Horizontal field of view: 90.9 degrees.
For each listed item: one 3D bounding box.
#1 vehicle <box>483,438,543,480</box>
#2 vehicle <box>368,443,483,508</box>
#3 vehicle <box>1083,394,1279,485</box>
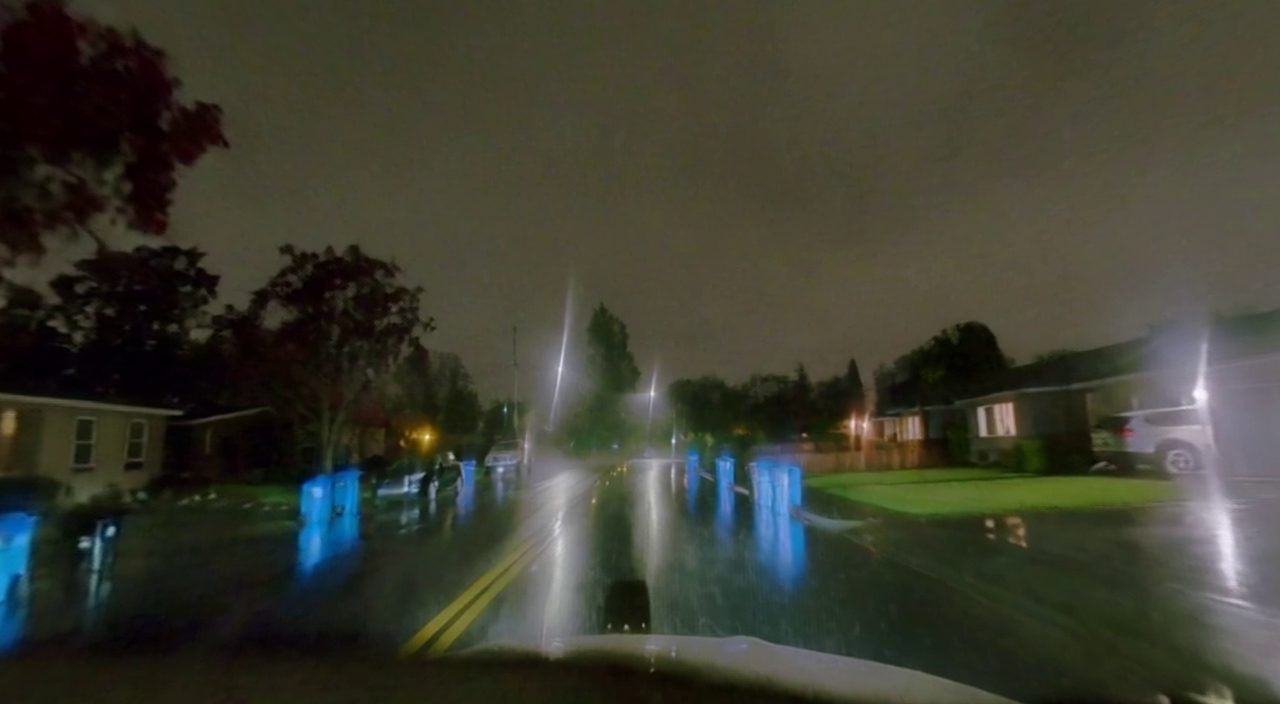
[{"bbox_3d":[-6.377,5.395,32.211,2.169,1.871,4.762,-2,-8,-1],"label":"vehicle"},{"bbox_3d":[-6.278,3.597,19.008,1.945,1.530,4.430,-4,-8,-1],"label":"vehicle"},{"bbox_3d":[12.960,1.962,14.640,1.936,1.687,4.714,-5,-8,2],"label":"vehicle"}]
